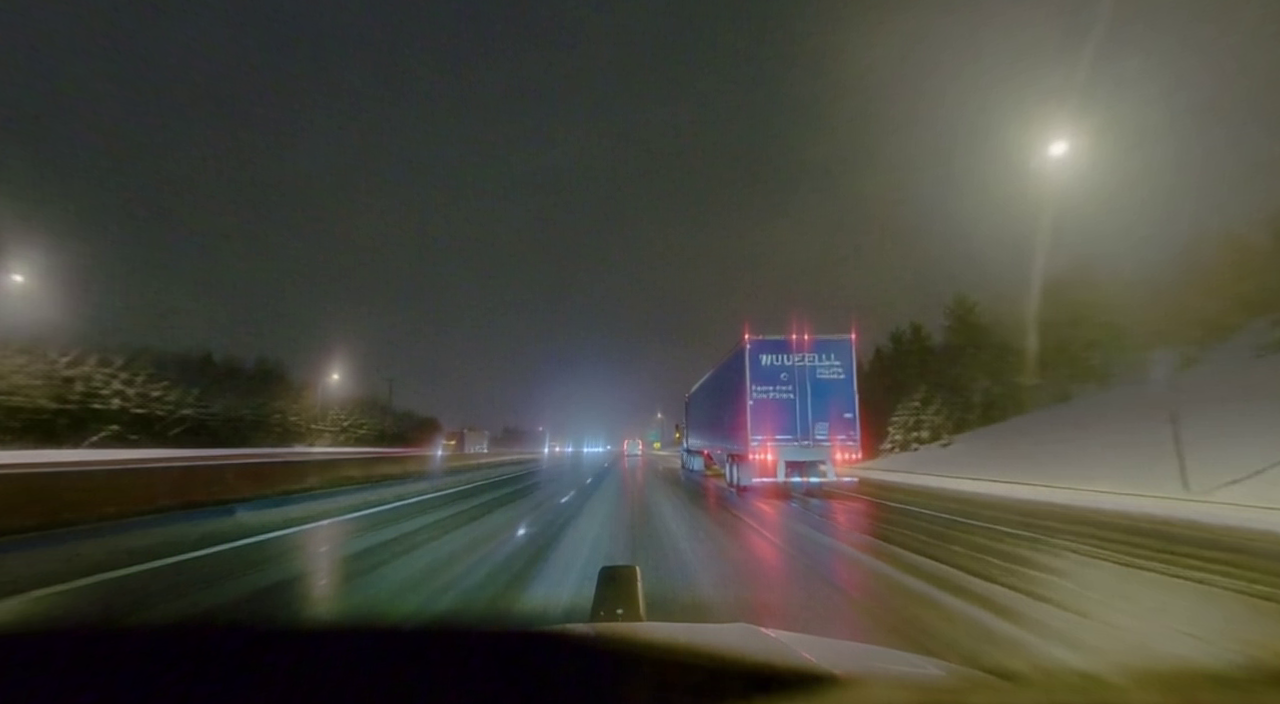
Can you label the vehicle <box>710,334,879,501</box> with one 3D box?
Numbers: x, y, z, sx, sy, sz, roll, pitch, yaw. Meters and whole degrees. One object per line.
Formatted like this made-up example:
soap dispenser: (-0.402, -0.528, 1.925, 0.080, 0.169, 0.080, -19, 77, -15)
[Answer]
vehicle: (4.175, 2.207, 19.366, 2.869, 4.013, 8.610, 0, -9, -1)
